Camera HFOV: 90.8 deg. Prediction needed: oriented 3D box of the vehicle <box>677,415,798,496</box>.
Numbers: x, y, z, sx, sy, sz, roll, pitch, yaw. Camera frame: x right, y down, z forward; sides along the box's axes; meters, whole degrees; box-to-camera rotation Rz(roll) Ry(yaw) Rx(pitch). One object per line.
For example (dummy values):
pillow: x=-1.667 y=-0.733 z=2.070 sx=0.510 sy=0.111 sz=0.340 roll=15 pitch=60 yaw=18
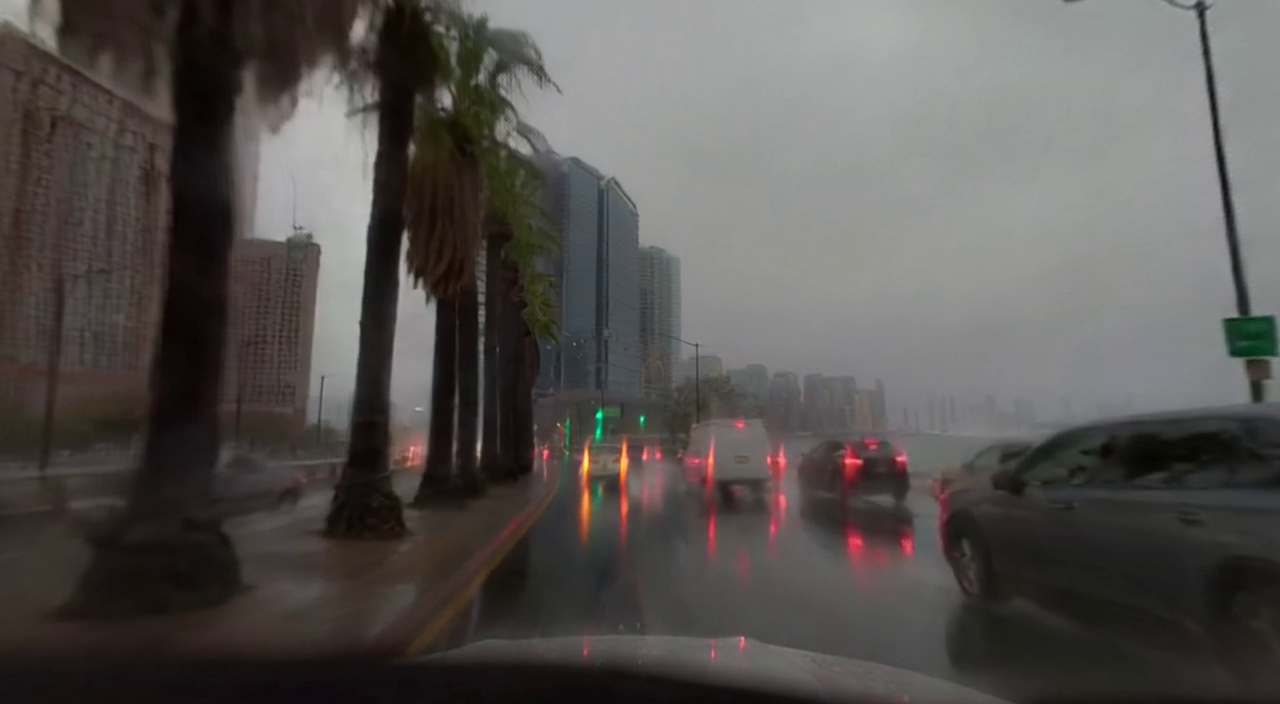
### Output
vehicle: x=2.800 y=3.192 z=19.736 sx=2.434 sy=2.171 sz=5.098 roll=1 pitch=-9 yaw=-7

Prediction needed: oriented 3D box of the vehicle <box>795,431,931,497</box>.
vehicle: x=6.578 y=3.365 z=19.365 sx=2.164 sy=1.745 sz=4.677 roll=0 pitch=-9 yaw=-4

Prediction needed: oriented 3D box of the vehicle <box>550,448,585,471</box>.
vehicle: x=-5.188 y=7.636 z=44.967 sx=2.081 sy=1.503 sz=3.681 roll=2 pitch=-9 yaw=-13

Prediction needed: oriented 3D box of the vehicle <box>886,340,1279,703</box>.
vehicle: x=3.573 y=1.035 z=4.032 sx=2.151 sy=1.695 sz=4.258 roll=0 pitch=-9 yaw=-2

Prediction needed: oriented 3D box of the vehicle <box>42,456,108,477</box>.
vehicle: x=-43.246 y=8.767 z=48.438 sx=1.794 sy=1.461 sz=3.581 roll=0 pitch=-9 yaw=-3

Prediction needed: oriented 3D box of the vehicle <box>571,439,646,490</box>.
vehicle: x=-1.278 y=4.028 z=23.038 sx=2.332 sy=1.625 sz=4.933 roll=1 pitch=-9 yaw=-7
